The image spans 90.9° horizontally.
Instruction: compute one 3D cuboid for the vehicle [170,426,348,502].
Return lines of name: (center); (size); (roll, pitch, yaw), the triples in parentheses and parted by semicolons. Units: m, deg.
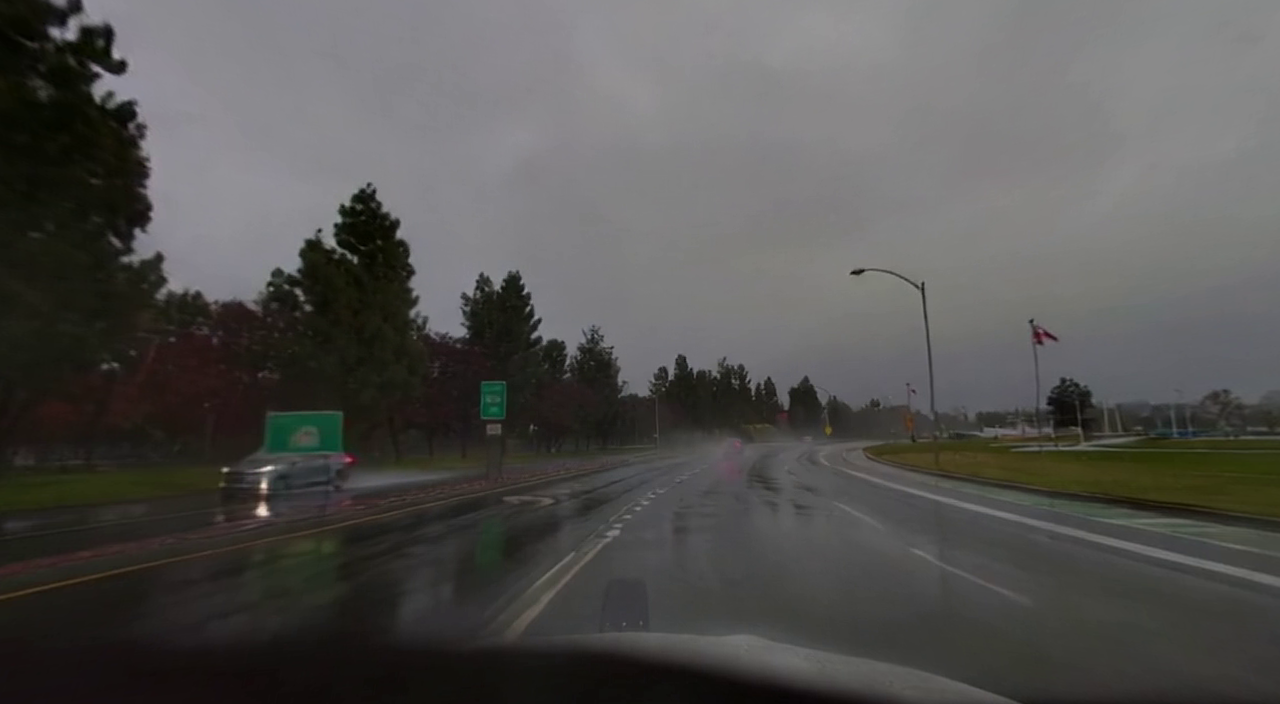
vehicle: (-11.288, 3.342, 19.248); (2.080, 1.984, 4.778); (-1, -8, 6)
